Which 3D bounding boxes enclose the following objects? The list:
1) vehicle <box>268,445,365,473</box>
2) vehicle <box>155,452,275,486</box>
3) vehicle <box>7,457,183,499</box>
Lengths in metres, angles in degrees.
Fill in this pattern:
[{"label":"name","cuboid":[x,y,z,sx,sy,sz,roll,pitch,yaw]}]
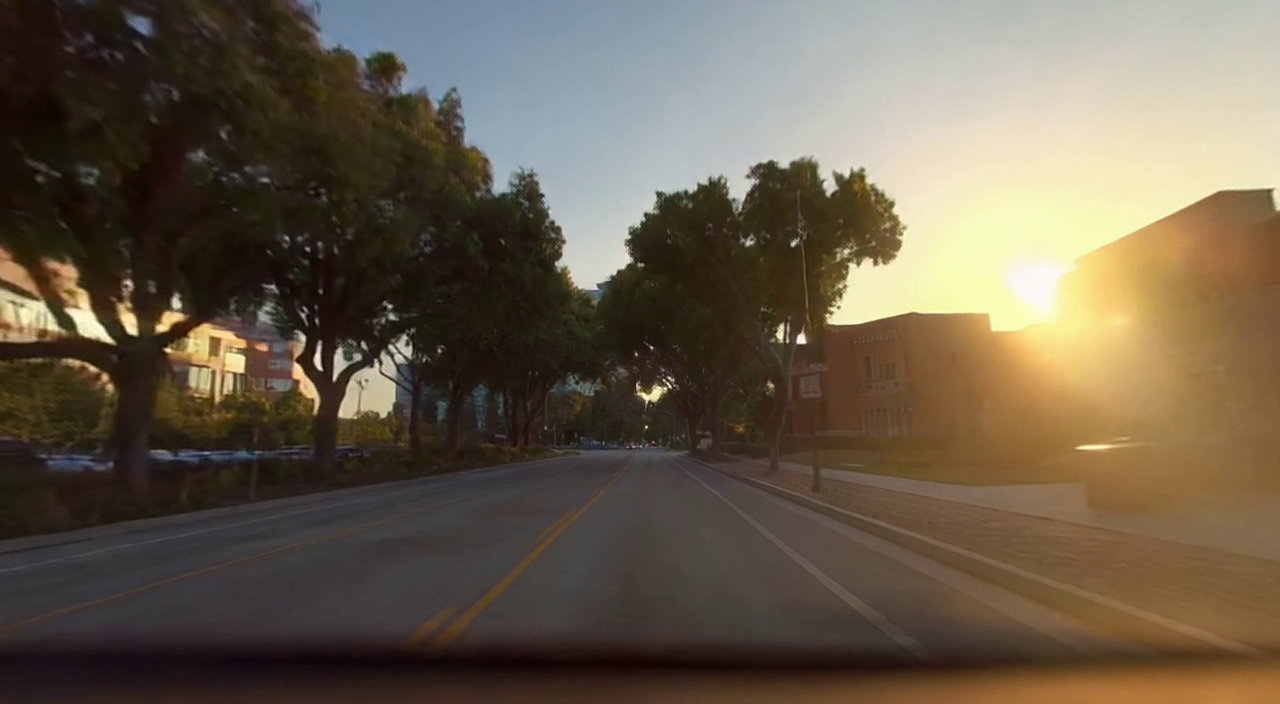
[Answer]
[{"label":"vehicle","cuboid":[-18.909,6.256,37.018,4.606,1.544,1.965,0,-9,0]},{"label":"vehicle","cuboid":[-19.199,5.278,28.619,4.005,1.433,1.953,0,-9,0]},{"label":"vehicle","cuboid":[-19.652,4.537,22.901,4.567,1.402,1.910,0,-9,0]}]
